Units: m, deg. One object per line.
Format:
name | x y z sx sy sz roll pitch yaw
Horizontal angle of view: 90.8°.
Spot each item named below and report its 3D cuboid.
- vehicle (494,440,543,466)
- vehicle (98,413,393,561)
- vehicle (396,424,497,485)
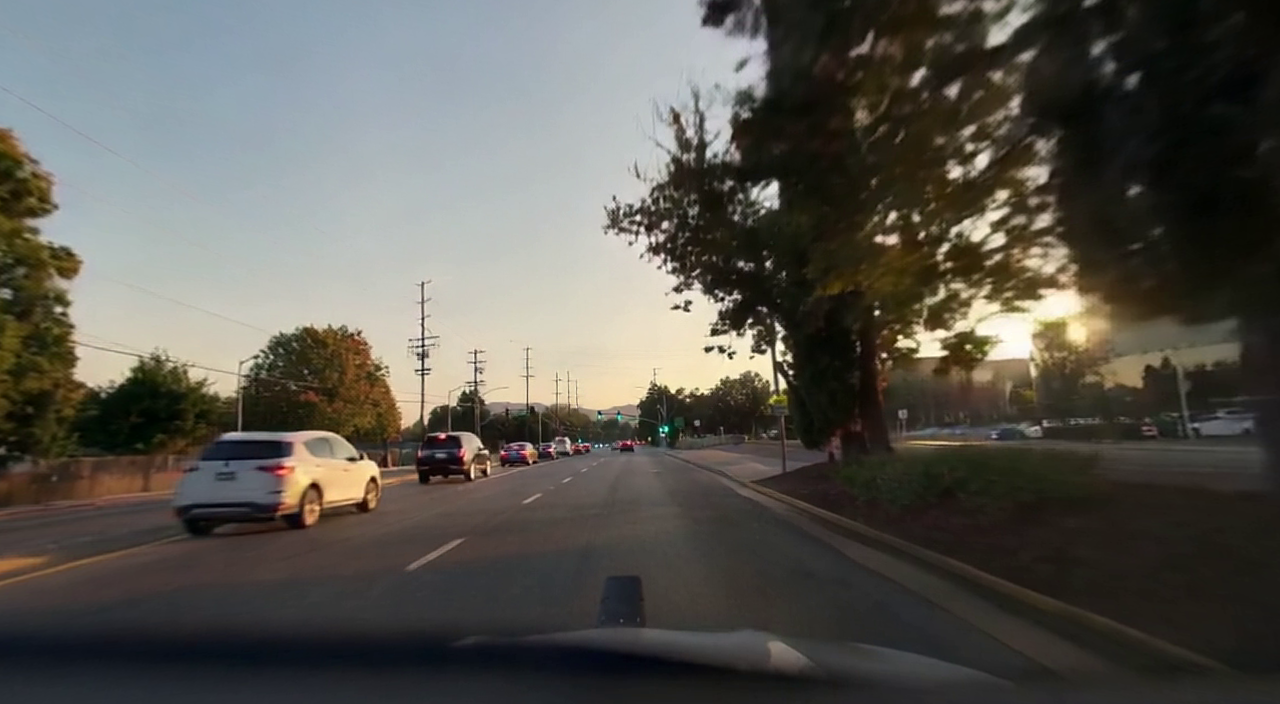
vehicle | -7.367 6.144 38.720 2.030 1.482 4.818 0 -8 1
vehicle | -5.445 1.876 9.547 2.041 1.698 4.094 0 -8 -5
vehicle | -6.522 3.512 21.981 2.337 1.862 4.924 0 -8 -5
